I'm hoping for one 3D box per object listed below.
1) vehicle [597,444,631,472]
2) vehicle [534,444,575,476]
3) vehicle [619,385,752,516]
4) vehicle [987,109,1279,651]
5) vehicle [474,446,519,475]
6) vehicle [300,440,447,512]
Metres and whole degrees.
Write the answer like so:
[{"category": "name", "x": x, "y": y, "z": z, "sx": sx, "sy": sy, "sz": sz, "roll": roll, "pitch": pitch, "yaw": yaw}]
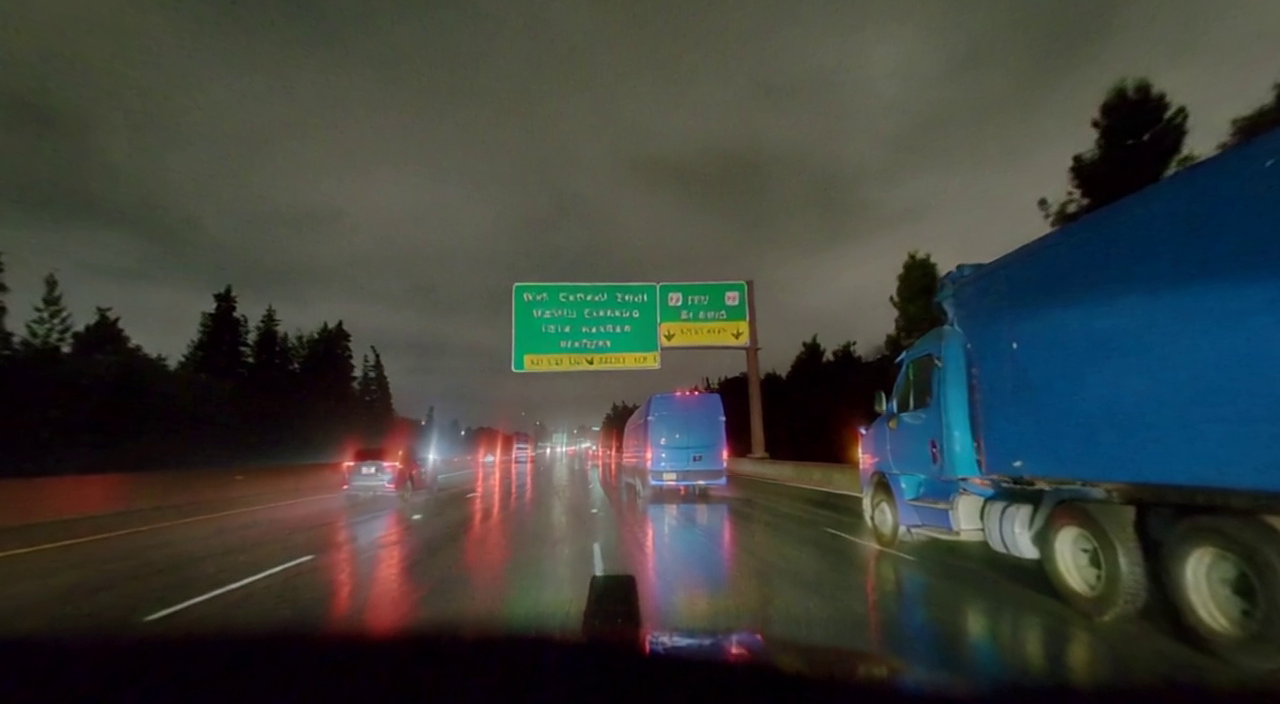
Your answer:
[{"category": "vehicle", "x": -1.610, "y": 6.254, "z": 37.204, "sx": 1.906, "sy": 1.499, "sz": 3.843, "roll": 0, "pitch": -9, "yaw": -4}, {"category": "vehicle", "x": -4.512, "y": 5.748, "z": 33.621, "sx": 2.002, "sy": 1.536, "sz": 4.021, "roll": 0, "pitch": -9, "yaw": -6}, {"category": "vehicle", "x": 0.822, "y": 2.325, "z": 15.000, "sx": 2.268, "sy": 2.551, "sz": 5.144, "roll": 1, "pitch": -9, "yaw": -6}, {"category": "vehicle", "x": 5.712, "y": -0.083, "z": 2.430, "sx": 2.800, "sy": 3.507, "sz": 9.244, "roll": 0, "pitch": -9, "yaw": -4}, {"category": "vehicle", "x": -7.887, "y": 5.983, "z": 34.870, "sx": 2.026, "sy": 1.506, "sz": 4.102, "roll": 1, "pitch": -9, "yaw": -7}, {"category": "vehicle", "x": -6.349, "y": 2.968, "z": 15.569, "sx": 2.003, "sy": 1.498, "sz": 4.386, "roll": 0, "pitch": -9, "yaw": -5}]
